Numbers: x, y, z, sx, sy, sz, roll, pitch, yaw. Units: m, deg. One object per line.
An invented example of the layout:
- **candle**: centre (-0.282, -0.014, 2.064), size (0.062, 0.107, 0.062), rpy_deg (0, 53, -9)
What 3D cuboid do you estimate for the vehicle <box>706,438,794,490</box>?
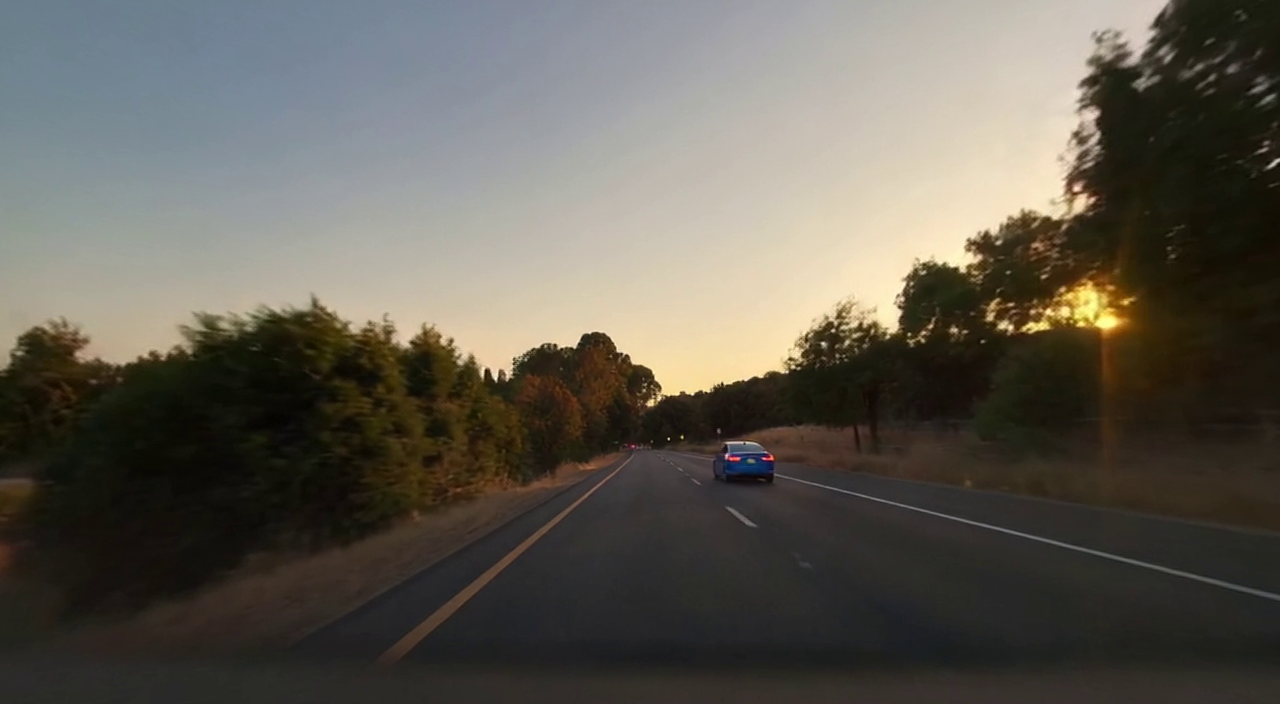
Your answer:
- **vehicle**: centre (3.412, 3.570, 20.422), size (2.003, 1.466, 4.441), rpy_deg (0, -8, 0)
